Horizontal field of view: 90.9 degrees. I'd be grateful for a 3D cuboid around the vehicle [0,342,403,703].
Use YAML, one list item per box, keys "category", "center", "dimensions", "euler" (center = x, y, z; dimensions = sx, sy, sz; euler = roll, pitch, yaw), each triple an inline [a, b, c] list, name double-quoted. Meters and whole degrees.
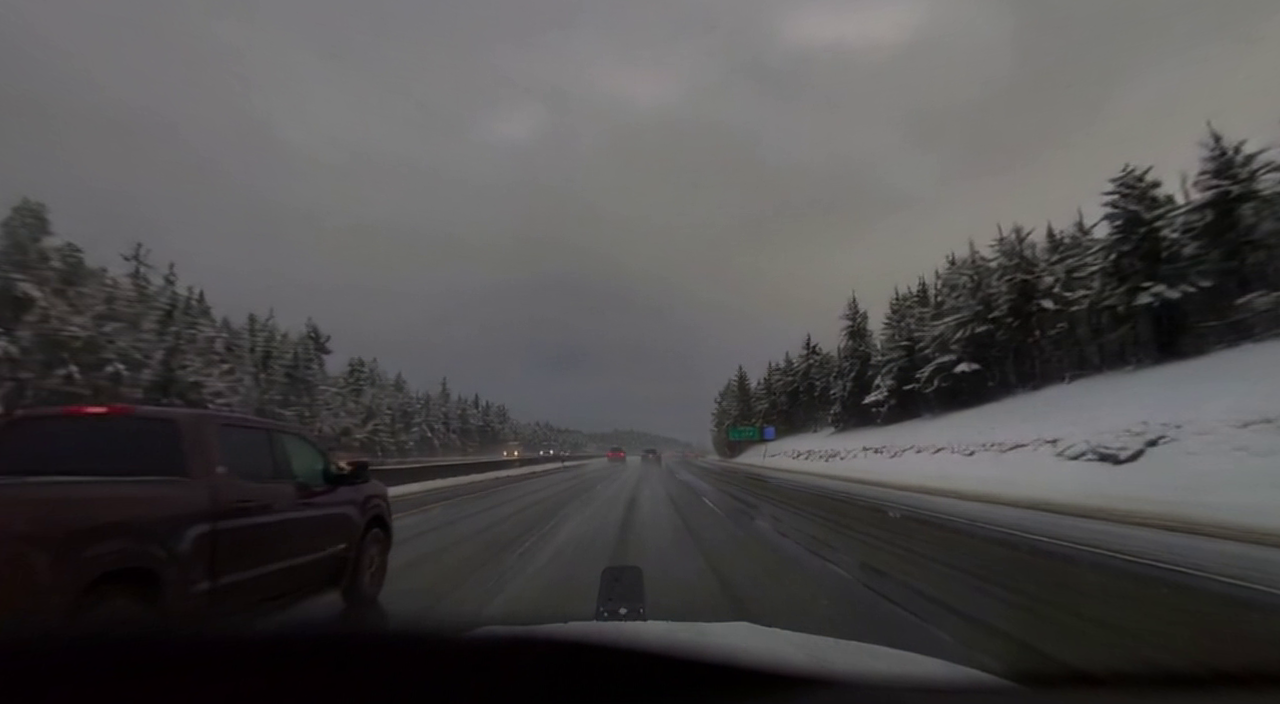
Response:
- category: "vehicle"
  center: [-3.298, 1.064, 3.785]
  dimensions: [2.043, 1.689, 4.314]
  euler: [0, -9, 0]
